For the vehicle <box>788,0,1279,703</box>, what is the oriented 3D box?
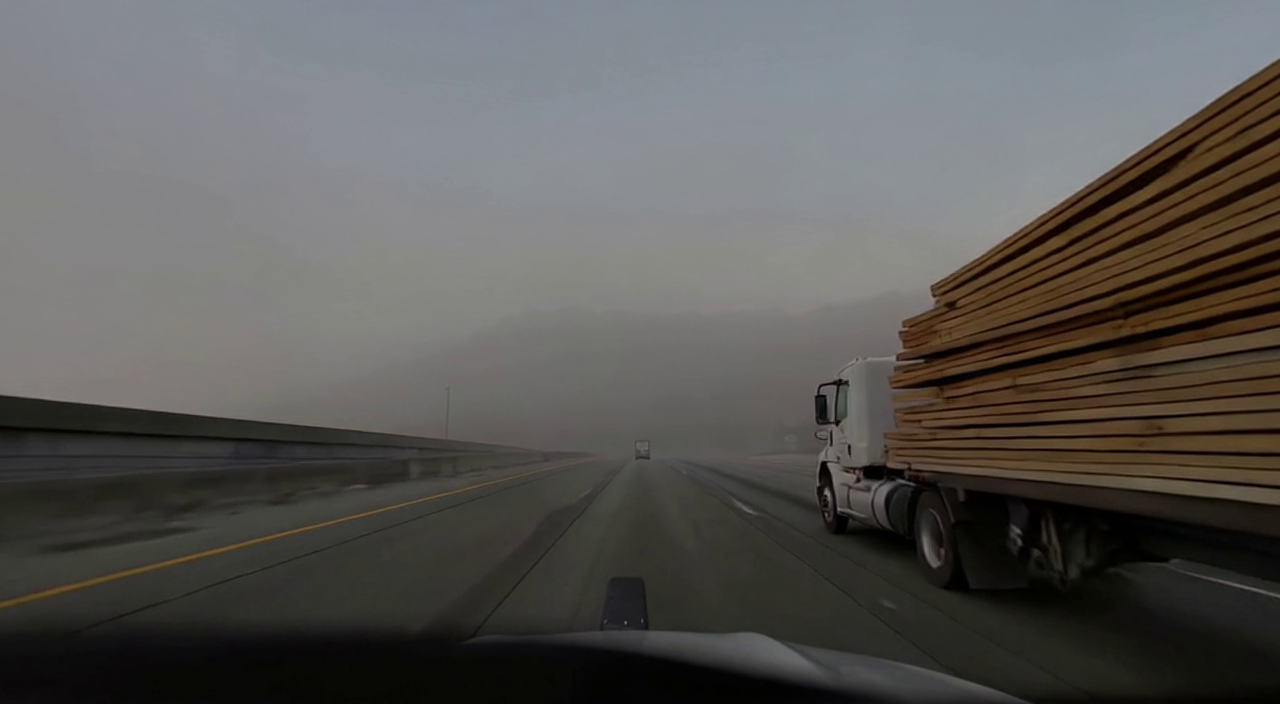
[{"bbox_3d":[3.987,0.629,4.516,3.326,3.089,10.642,0,-9,0],"label":"vehicle"}]
